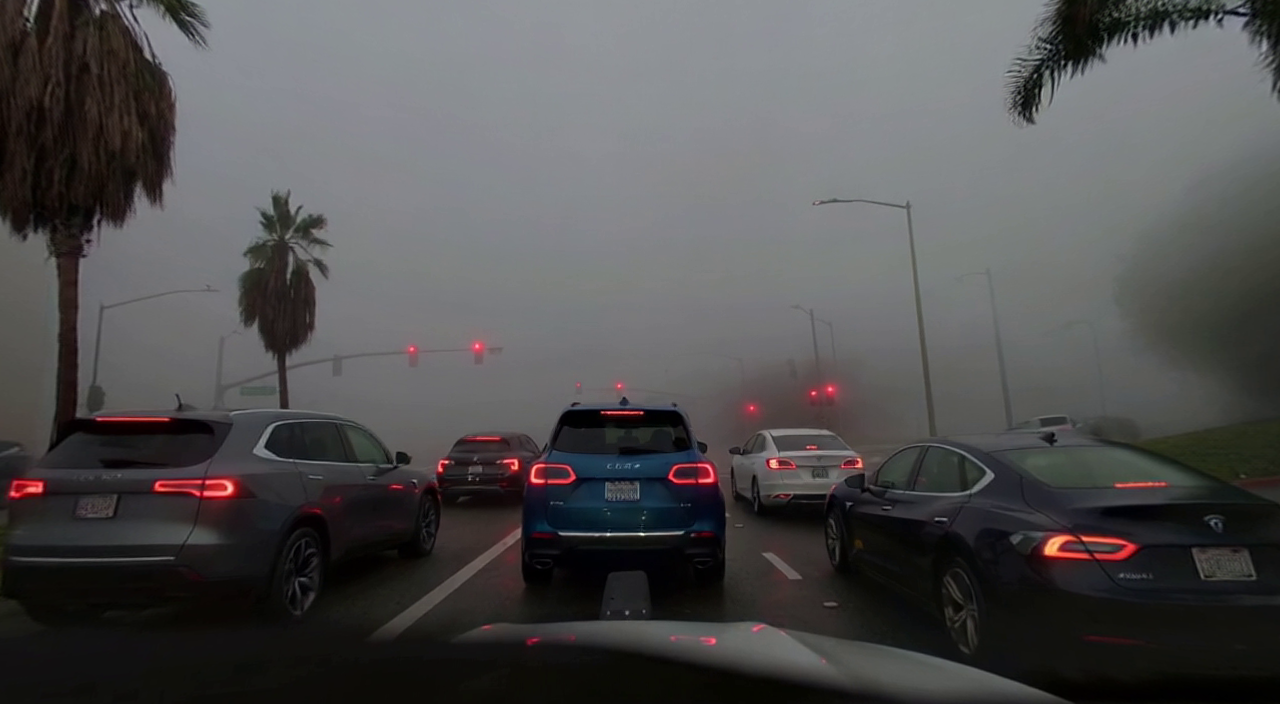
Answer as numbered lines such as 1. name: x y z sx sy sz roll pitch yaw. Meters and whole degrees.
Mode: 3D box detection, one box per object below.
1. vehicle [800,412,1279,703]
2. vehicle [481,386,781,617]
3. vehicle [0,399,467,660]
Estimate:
1. vehicle: 2.975 1.370 5.253 2.017 1.491 4.611 0 -8 -1
2. vehicle: -0.126 1.460 7.079 2.280 1.747 4.361 0 -8 -2
3. vehicle: -3.347 1.384 6.048 2.014 1.534 4.455 0 -8 1
